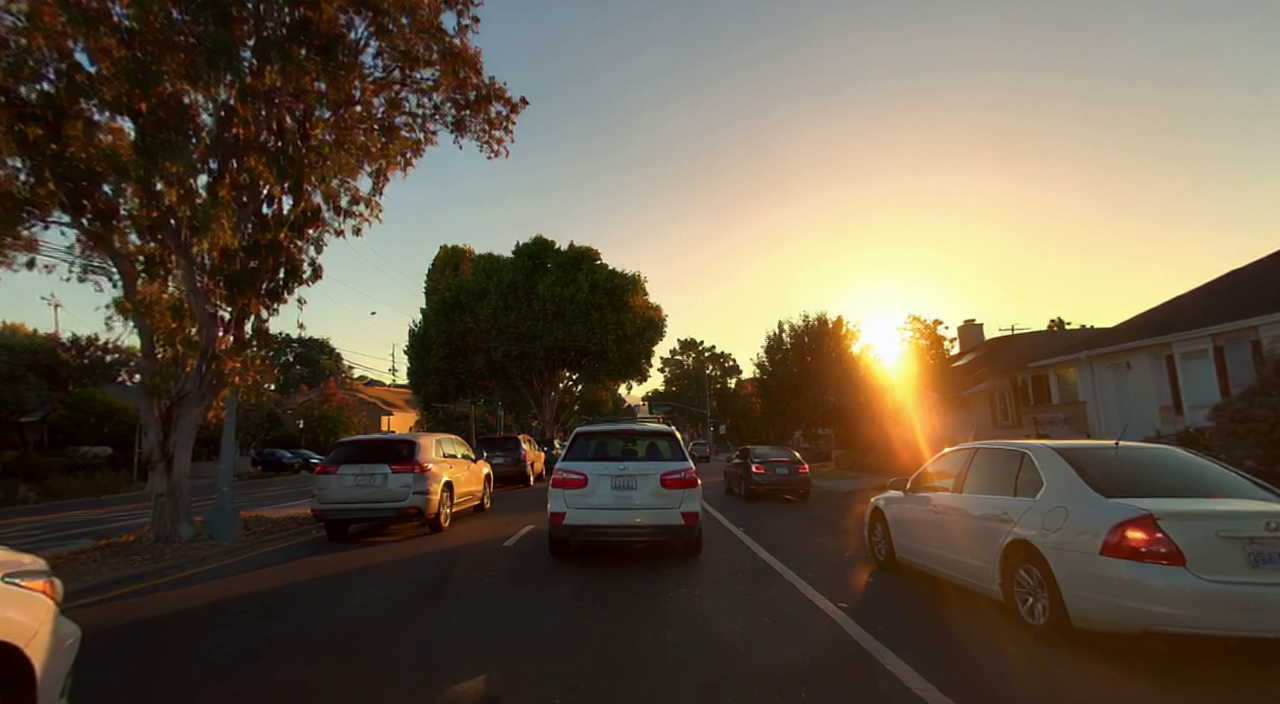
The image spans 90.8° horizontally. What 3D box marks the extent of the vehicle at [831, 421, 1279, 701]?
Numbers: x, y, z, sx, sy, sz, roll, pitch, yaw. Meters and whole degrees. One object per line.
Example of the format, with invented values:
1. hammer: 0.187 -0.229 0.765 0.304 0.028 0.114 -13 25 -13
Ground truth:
1. vehicle: 3.479 1.460 5.756 1.977 1.480 4.589 0 -8 -1

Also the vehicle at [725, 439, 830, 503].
1. vehicle: 3.504 3.097 16.878 1.880 1.476 3.932 0 -8 -1

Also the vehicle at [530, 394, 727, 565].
1. vehicle: -0.224 1.709 9.173 2.164 1.867 4.254 0 -8 -3

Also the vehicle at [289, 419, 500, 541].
1. vehicle: -3.711 2.005 10.530 1.864 1.576 4.324 0 -8 -2
